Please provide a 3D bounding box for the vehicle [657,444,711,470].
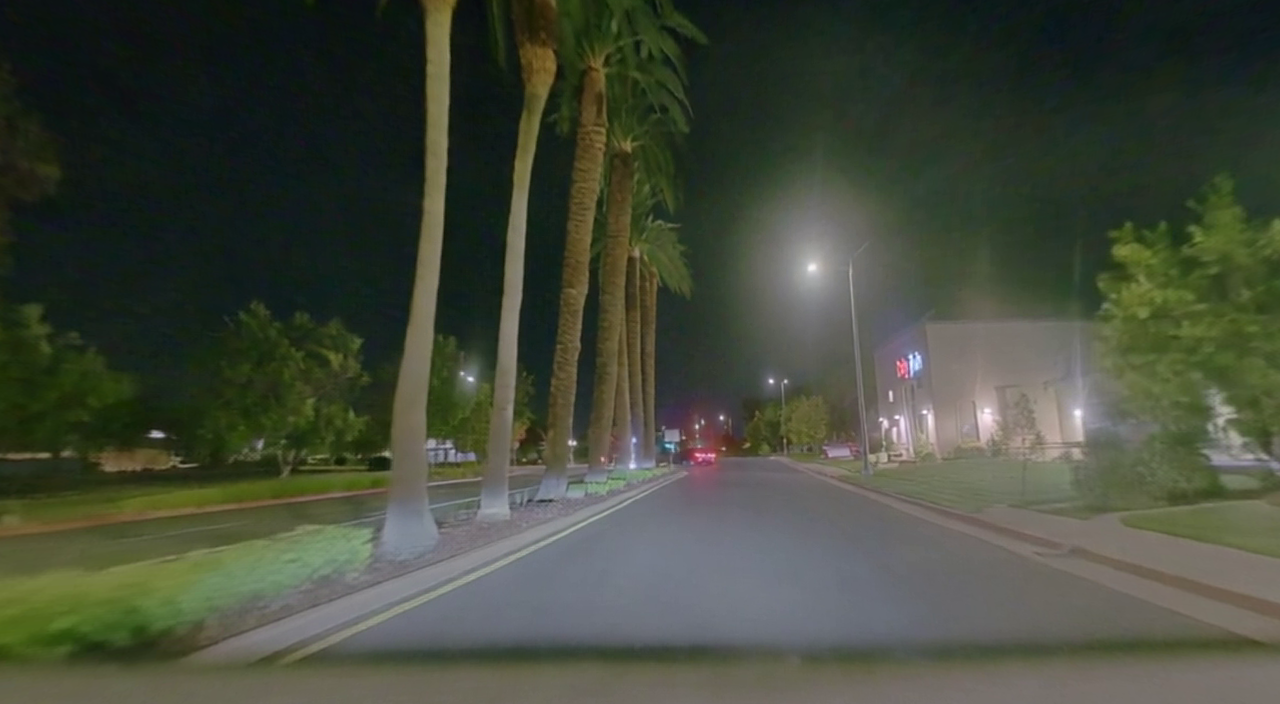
[{"bbox_3d":[3.275,7.959,47.949,2.174,1.863,4.651,3,-9,-23],"label":"vehicle"}]
